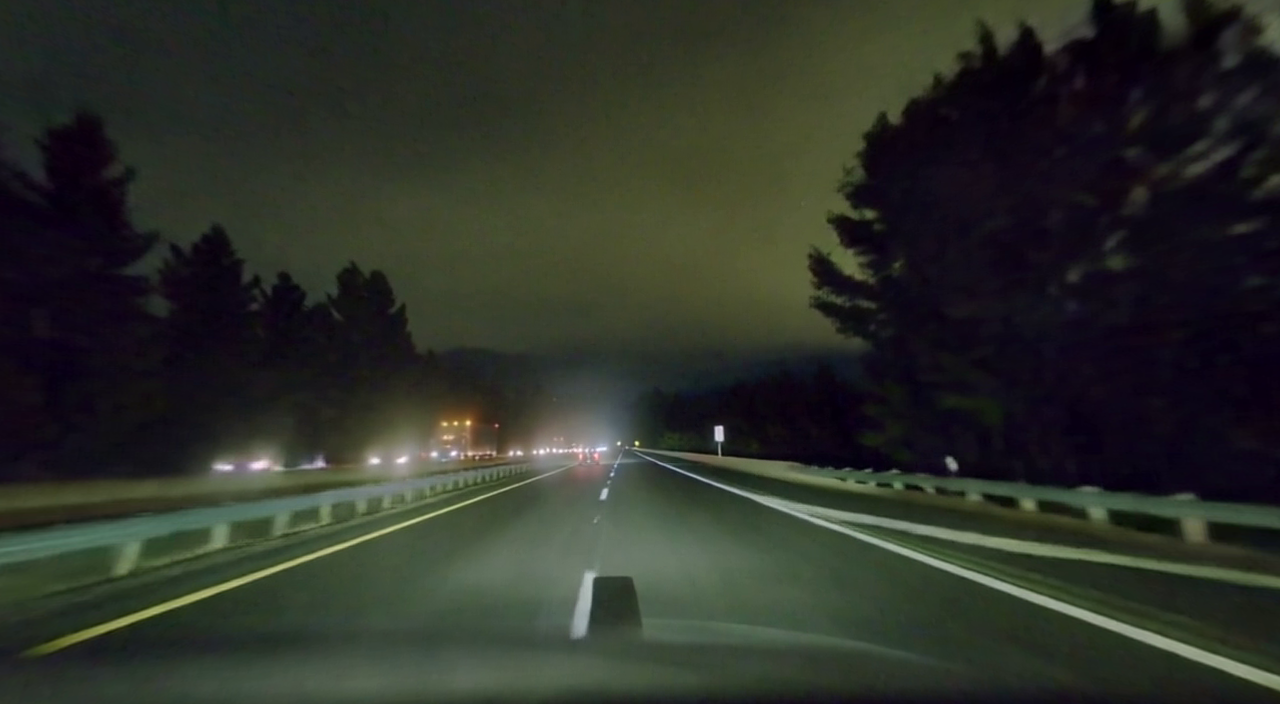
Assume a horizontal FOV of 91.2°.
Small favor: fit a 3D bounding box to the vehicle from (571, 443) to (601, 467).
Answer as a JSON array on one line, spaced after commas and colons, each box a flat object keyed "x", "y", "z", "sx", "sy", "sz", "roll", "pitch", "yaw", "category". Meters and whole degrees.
[{"x": -3.959, "y": 7.655, "z": 46.589, "sx": 2.098, "sy": 1.692, "sz": 4.038, "roll": 0, "pitch": -9, "yaw": -2, "category": "vehicle"}]

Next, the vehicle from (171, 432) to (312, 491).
[{"x": -15.557, "y": 4.293, "z": 24.930, "sx": 2.209, "sy": 2.067, "sz": 5.308, "roll": 0, "pitch": -9, "yaw": -2, "category": "vehicle"}]

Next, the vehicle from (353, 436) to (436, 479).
[{"x": -11.946, "y": 5.180, "z": 30.911, "sx": 2.207, "sy": 1.926, "sz": 4.777, "roll": 0, "pitch": -9, "yaw": -2, "category": "vehicle"}]
